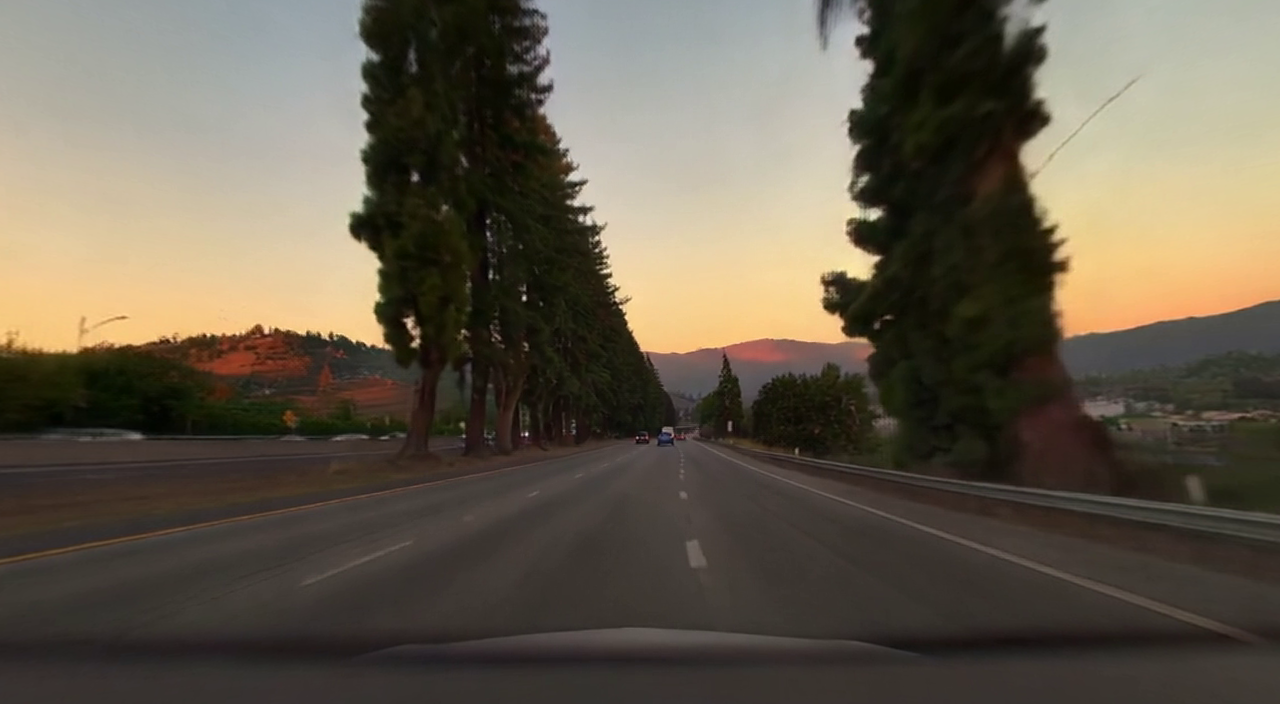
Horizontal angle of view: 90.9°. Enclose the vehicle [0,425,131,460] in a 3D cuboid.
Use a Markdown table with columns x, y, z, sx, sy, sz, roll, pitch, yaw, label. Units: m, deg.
| x | y | z | sx | sy | sz | roll | pitch | yaw | label |
| --- | --- | --- | --- | --- | --- | --- | --- | --- | --- |
| -33.738 | 5.320 | 37.150 | 2.354 | 1.857 | 5.774 | -1 | -8 | 6 | vehicle |
